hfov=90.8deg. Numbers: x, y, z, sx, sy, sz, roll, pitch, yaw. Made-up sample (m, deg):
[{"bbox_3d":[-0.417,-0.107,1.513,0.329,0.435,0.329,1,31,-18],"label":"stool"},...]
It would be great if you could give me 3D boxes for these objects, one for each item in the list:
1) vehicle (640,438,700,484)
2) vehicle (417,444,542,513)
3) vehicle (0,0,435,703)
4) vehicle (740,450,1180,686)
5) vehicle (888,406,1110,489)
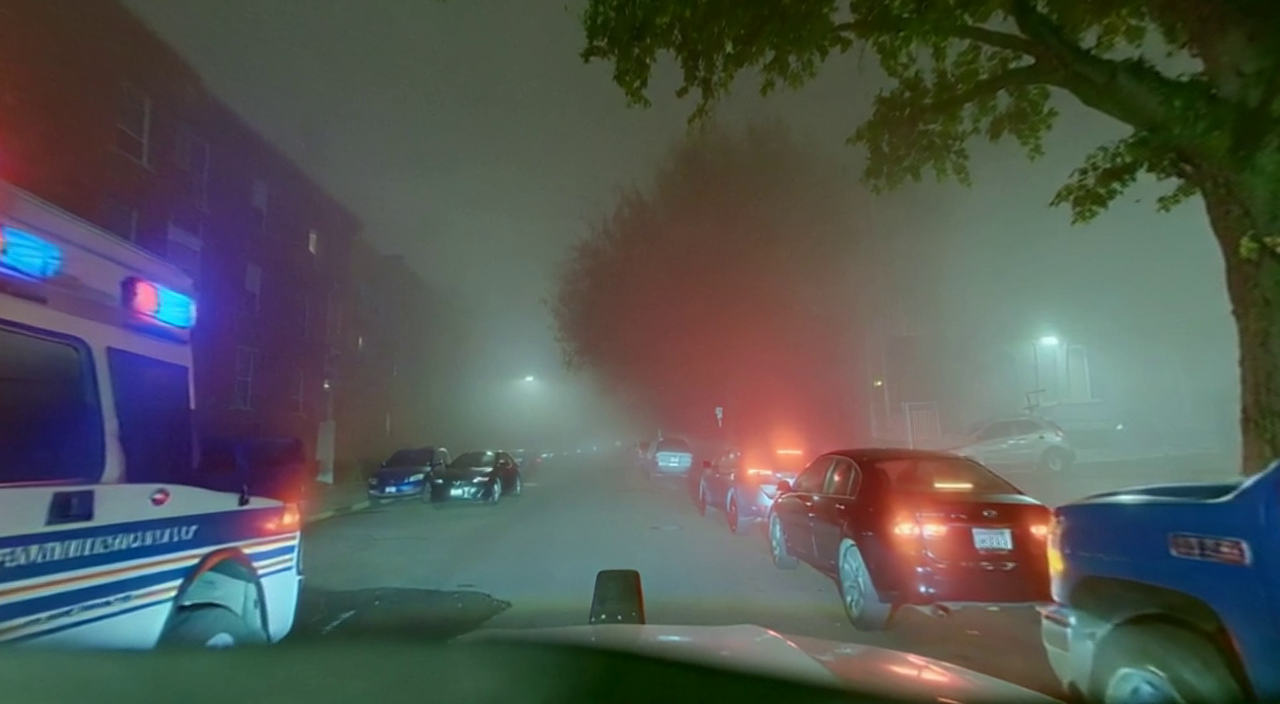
[{"bbox_3d":[1.107,4.345,25.439,1.878,1.664,4.033,1,-8,-5],"label":"vehicle"},{"bbox_3d":[-3.919,3.146,16.293,1.966,1.515,4.394,0,-8,1],"label":"vehicle"},{"bbox_3d":[-2.659,0.101,0.689,2.705,2.859,6.875,0,-8,-2],"label":"vehicle"},{"bbox_3d":[2.276,1.622,5.961,1.720,1.333,4.233,1,-8,-4],"label":"vehicle"},{"bbox_3d":[9.066,2.457,16.249,4.416,1.784,1.929,-2,-10,-2],"label":"vehicle"}]
